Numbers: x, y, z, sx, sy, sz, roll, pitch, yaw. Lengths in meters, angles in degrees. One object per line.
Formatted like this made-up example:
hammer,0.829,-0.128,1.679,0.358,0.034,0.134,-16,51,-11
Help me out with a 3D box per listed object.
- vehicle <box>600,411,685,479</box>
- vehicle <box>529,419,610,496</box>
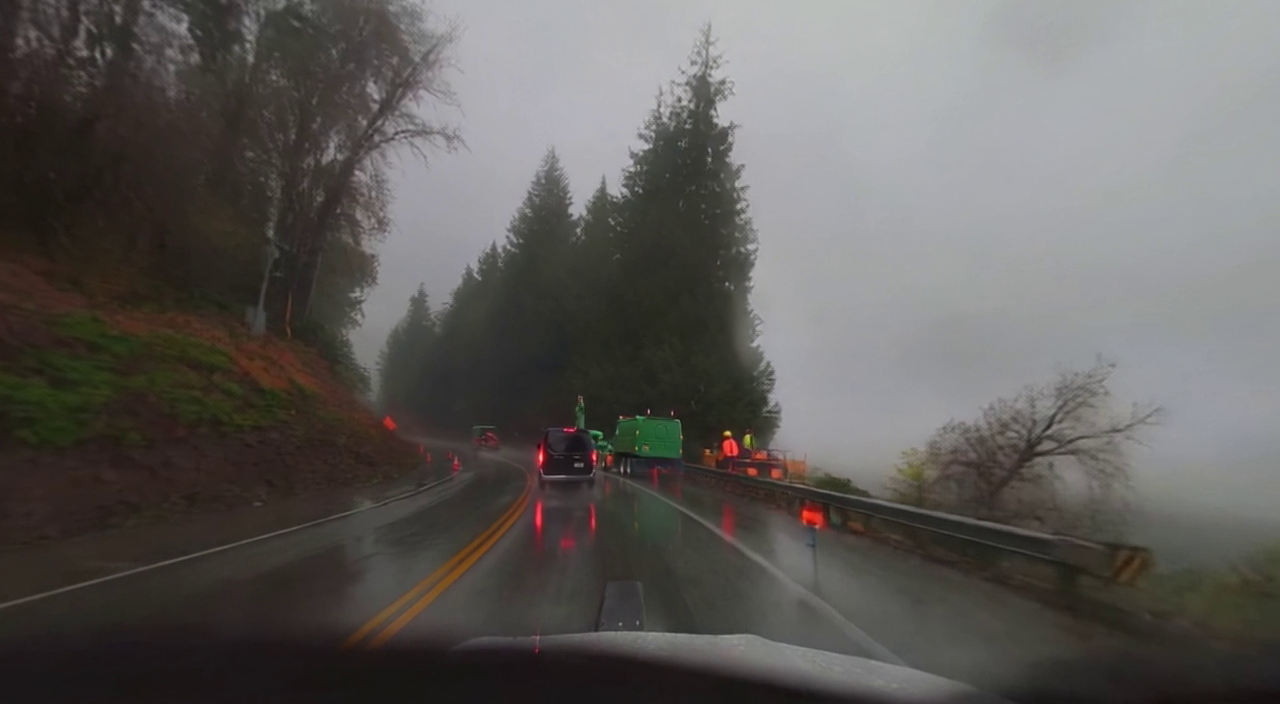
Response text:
vehicle,-0.118,5.147,35.576,3.126,3.310,8.534,1,-8,-11
vehicle,-2.481,3.468,21.026,2.362,2.223,4.892,2,-9,-10
